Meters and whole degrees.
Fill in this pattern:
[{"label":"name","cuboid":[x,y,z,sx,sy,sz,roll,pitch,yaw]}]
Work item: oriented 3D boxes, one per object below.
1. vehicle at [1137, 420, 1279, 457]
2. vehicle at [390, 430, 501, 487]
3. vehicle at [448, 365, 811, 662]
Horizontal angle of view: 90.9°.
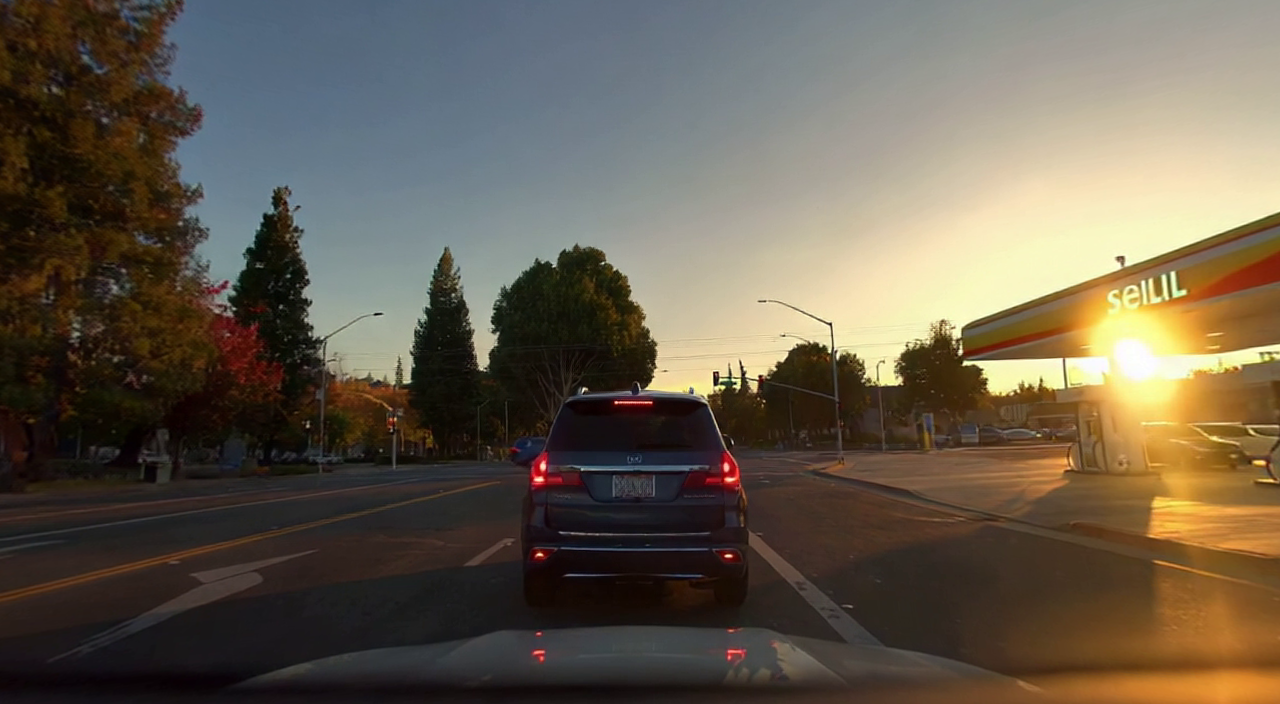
[{"label":"vehicle","cuboid":[25.947,3.968,28.777,4.551,1.616,1.973,-2,-9,11]},{"label":"vehicle","cuboid":[-6.641,3.709,22.179,2.065,1.753,4.525,-1,-9,6]},{"label":"vehicle","cuboid":[0.016,1.316,6.132,2.236,1.819,4.291,-1,-9,3]}]
